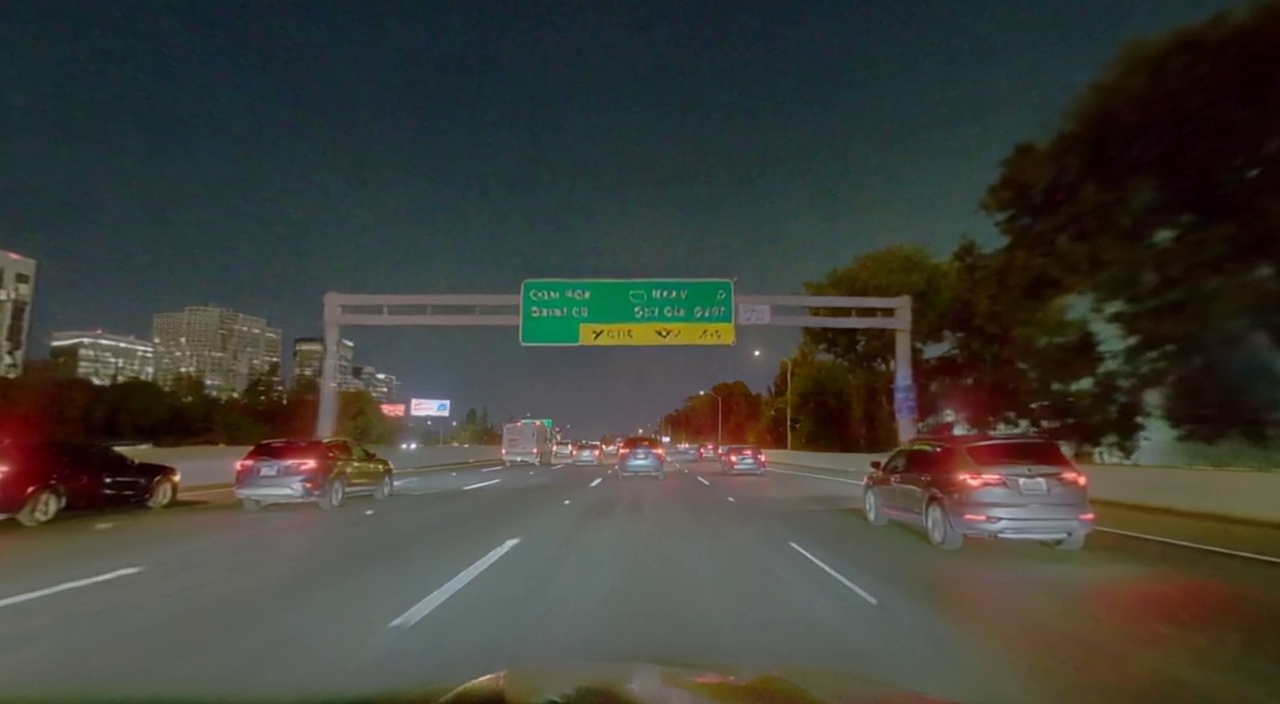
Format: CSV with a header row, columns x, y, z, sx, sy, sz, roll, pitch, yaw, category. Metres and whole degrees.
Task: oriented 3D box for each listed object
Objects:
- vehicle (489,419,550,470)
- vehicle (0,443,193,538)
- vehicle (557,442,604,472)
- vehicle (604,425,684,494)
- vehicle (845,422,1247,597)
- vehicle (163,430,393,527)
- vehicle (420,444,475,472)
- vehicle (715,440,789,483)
x,y,z,sx,sy,sz,roll,pitch,yaw,category
-7.199,5.624,38.477,2.358,2.817,7.055,0,-8,0,vehicle
-10.894,2.413,11.567,1.970,1.441,4.555,0,-8,1,vehicle
-3.247,5.805,35.179,2.079,1.499,4.512,0,-8,1,vehicle
0.119,3.310,19.836,2.209,1.863,4.626,0,-8,1,vehicle
4.262,1.684,7.779,1.915,1.482,4.537,0,-8,0,vehicle
-7.021,2.461,12.958,2.021,1.632,4.417,0,-8,1,vehicle
-10.997,6.074,36.282,1.923,1.480,3.905,0,-8,0,vehicle
4.152,4.118,24.168,1.942,1.487,4.518,0,-8,-1,vehicle
